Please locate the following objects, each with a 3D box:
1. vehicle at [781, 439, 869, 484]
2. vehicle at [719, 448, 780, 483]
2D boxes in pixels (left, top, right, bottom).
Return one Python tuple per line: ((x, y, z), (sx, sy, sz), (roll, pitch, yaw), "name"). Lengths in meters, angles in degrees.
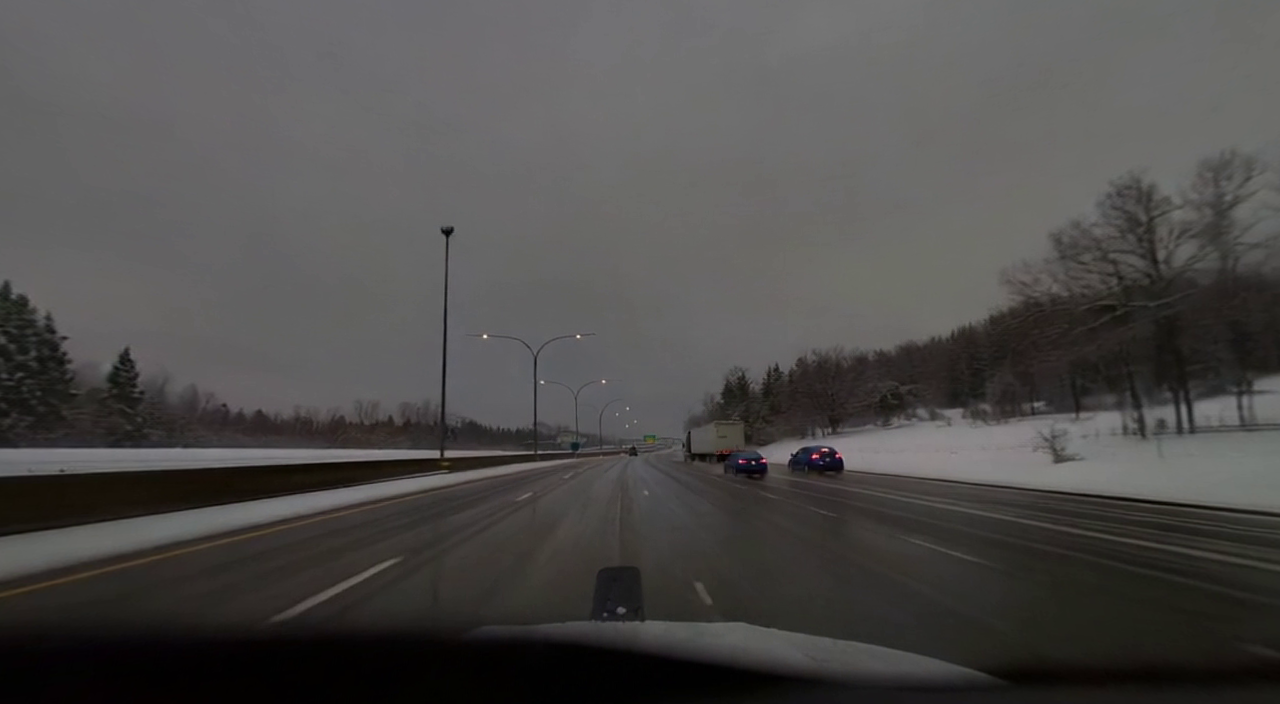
((8.731, 5.222, 30.329), (2.387, 1.936, 5.646), (0, -9, -1), "vehicle")
((5.228, 5.487, 30.729), (2.053, 1.553, 4.463), (0, -9, -1), "vehicle")
